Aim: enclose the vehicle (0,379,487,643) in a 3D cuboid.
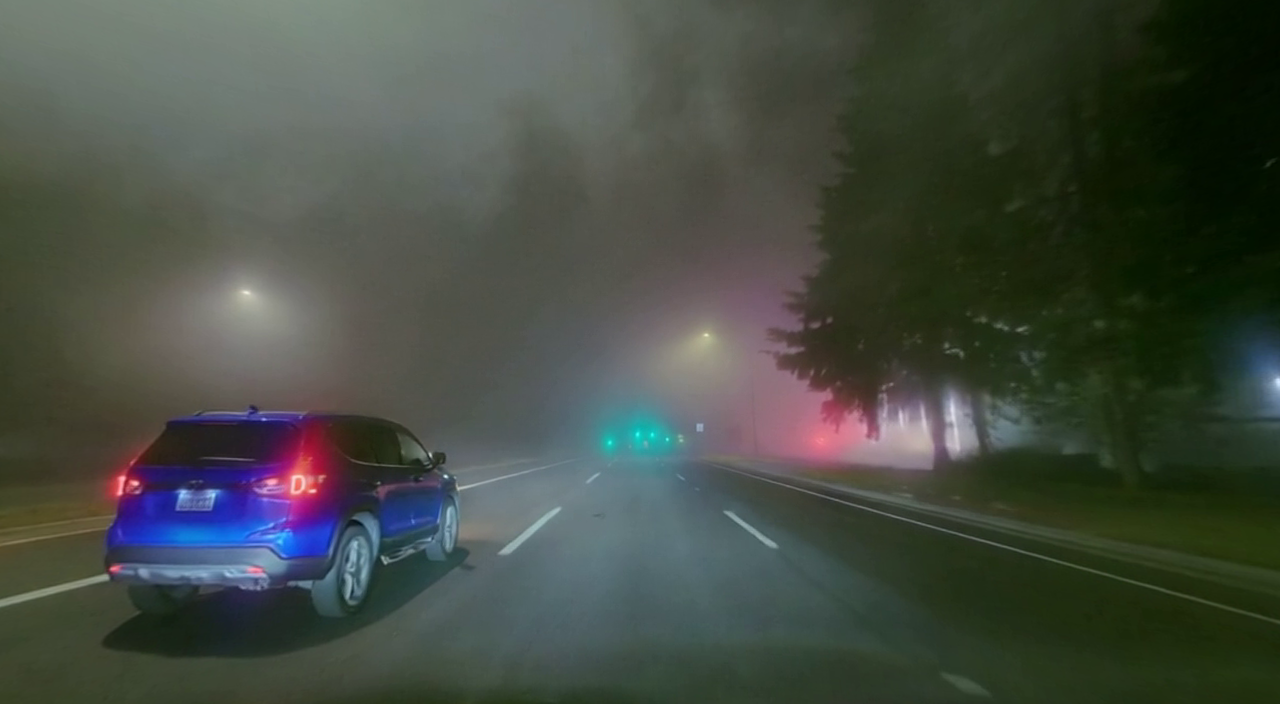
[{"bbox_3d":[-3.162,1.366,6.422,2.033,1.713,4.503,0,-8,0],"label":"vehicle"}]
